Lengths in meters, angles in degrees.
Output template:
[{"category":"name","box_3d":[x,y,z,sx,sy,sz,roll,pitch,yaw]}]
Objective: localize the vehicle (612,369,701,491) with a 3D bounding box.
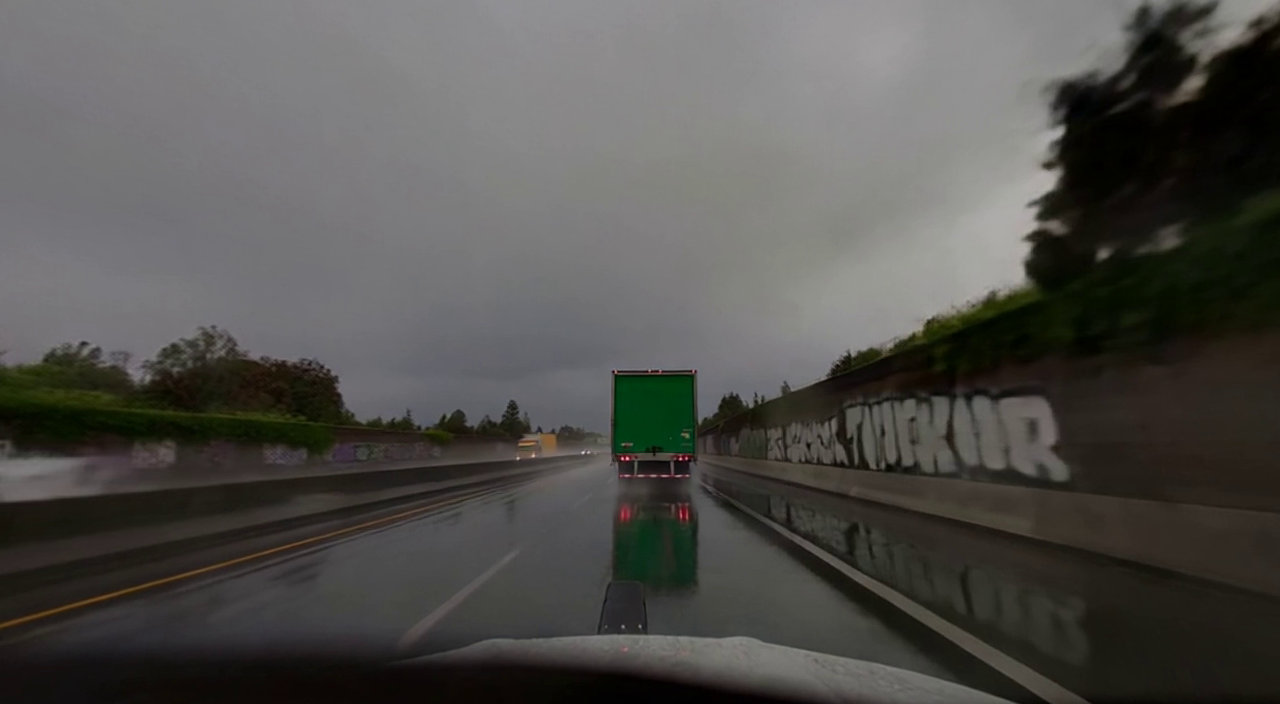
[{"category":"vehicle","box_3d":[0.428,3.316,25.710,2.900,3.955,10.151,0,-9,-1]}]
